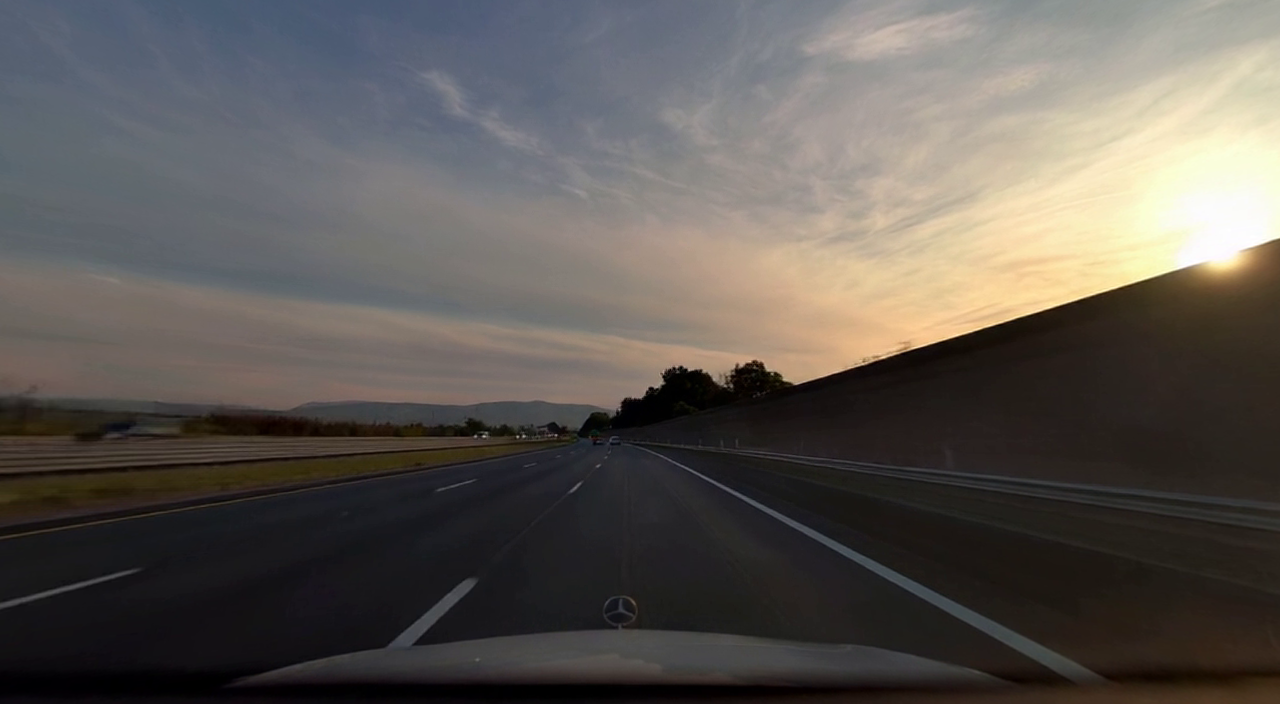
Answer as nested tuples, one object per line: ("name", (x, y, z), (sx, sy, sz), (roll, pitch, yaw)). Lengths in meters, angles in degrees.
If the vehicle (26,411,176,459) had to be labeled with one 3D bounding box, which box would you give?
("vehicle", (-23.329, 3.662, 27.519), (2.145, 1.863, 5.005), (0, -8, -1))
